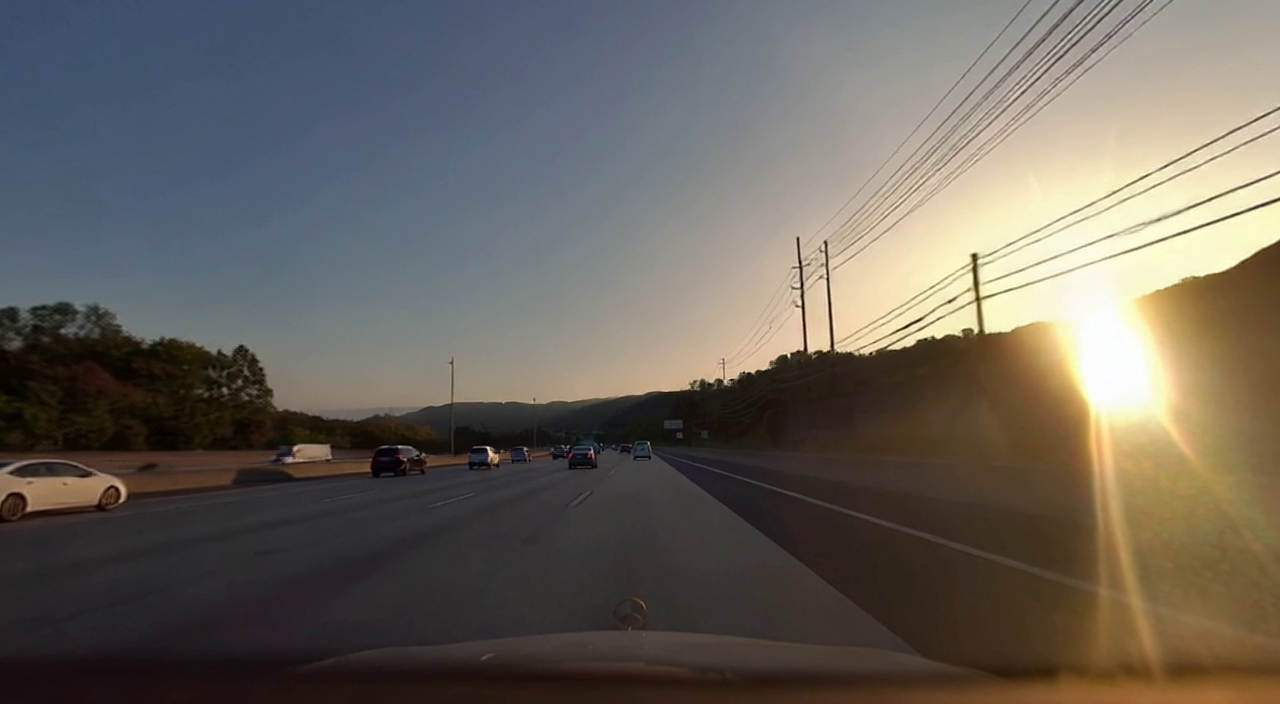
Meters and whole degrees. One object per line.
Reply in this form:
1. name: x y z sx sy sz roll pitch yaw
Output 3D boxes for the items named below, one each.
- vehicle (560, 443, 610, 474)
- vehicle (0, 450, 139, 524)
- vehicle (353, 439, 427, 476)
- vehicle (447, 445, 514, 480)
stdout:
1. vehicle: -2.698 5.328 31.829 2.064 1.446 4.409 0 -8 0
2. vehicle: -14.173 2.965 14.109 1.885 1.474 4.849 0 -8 1
3. vehicle: -14.375 6.072 36.614 2.172 1.946 5.017 0 -8 1
4. vehicle: -7.149 4.967 28.717 1.899 1.472 4.202 0 -8 1
